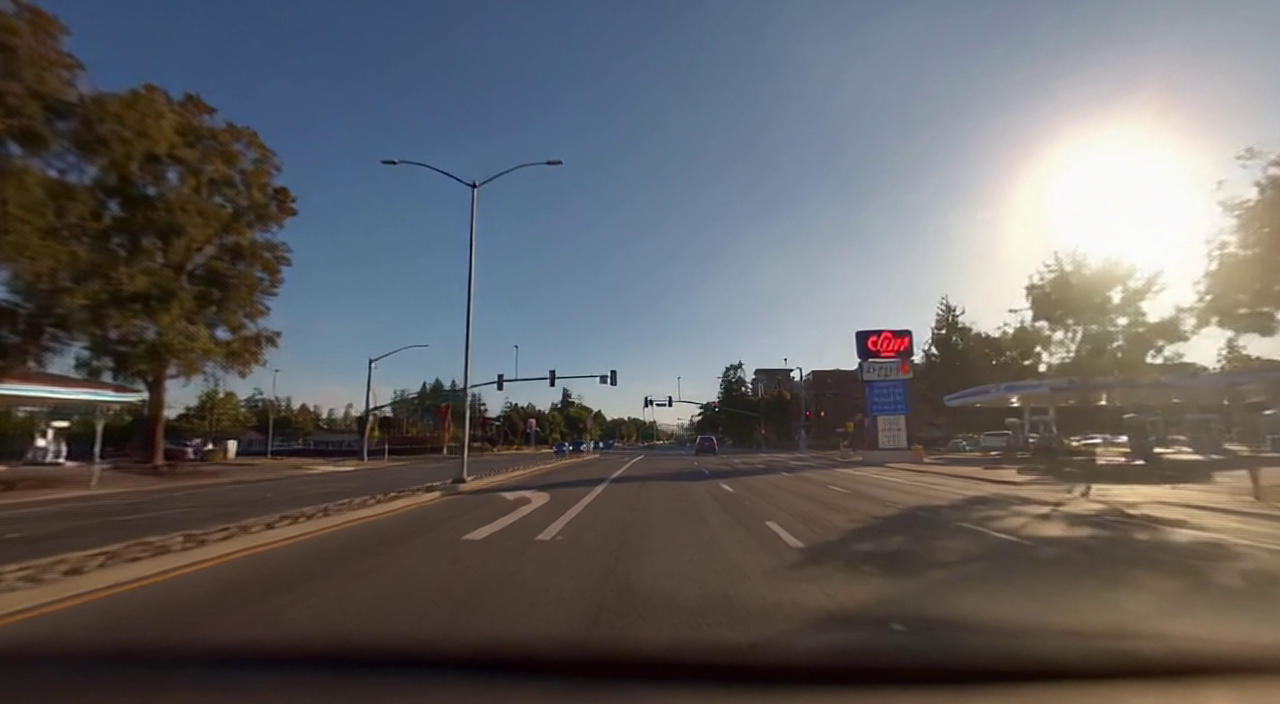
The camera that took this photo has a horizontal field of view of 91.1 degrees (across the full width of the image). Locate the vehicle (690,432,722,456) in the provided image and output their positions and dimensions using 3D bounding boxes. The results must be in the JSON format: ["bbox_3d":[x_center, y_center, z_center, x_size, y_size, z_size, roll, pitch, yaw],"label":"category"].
[{"bbox_3d":[5.101,7.212,49.233,2.090,1.717,4.063,0,-8,0],"label":"vehicle"}]
